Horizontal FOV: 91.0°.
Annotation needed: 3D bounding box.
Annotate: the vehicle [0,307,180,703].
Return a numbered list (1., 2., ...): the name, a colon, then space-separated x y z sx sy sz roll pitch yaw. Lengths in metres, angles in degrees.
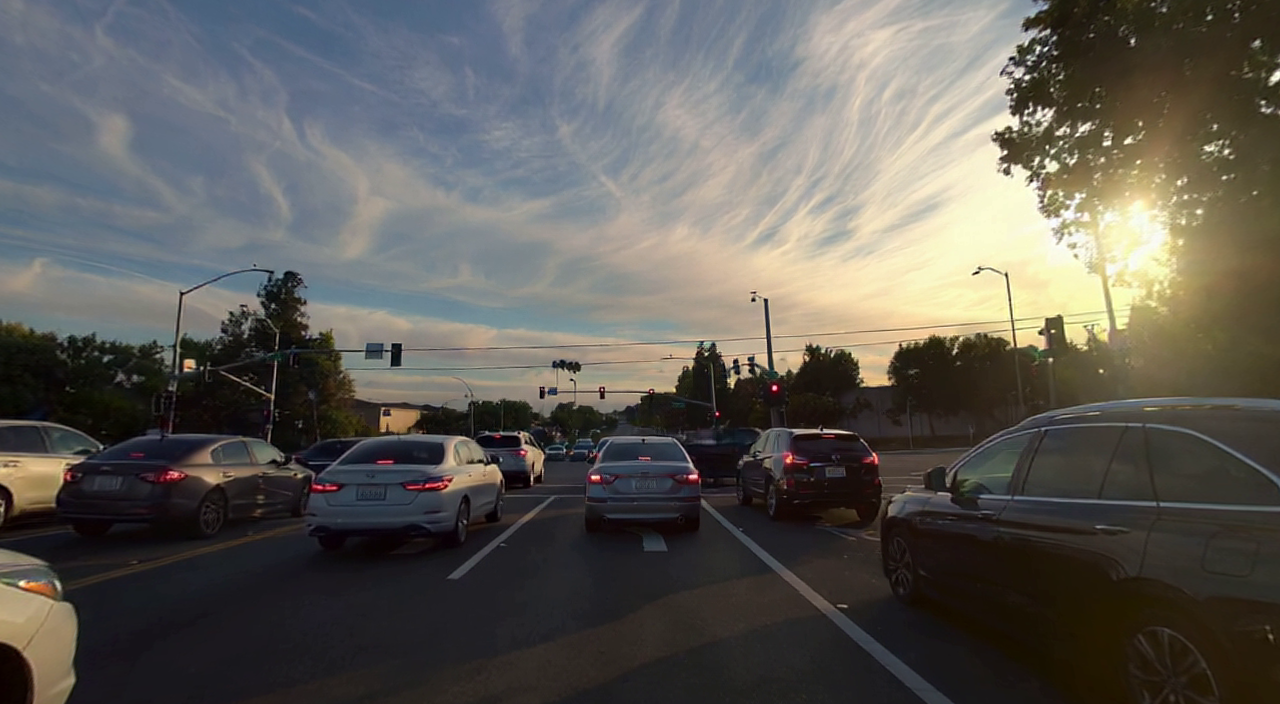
1. vehicle: -3.208 0.499 0.616 2.079 1.756 4.676 0 -8 -2

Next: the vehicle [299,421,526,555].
1. vehicle: -3.063 1.915 9.613 1.896 1.546 4.378 0 -8 -1

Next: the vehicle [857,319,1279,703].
1. vehicle: 3.150 0.980 3.746 2.074 1.685 4.387 0 -8 -1

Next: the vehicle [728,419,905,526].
1. vehicle: 3.082 2.199 12.048 2.106 1.667 4.101 0 -8 -1

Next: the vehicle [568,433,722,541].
1. vehicle: -0.003 2.098 10.424 2.076 1.438 3.770 0 -8 -2
